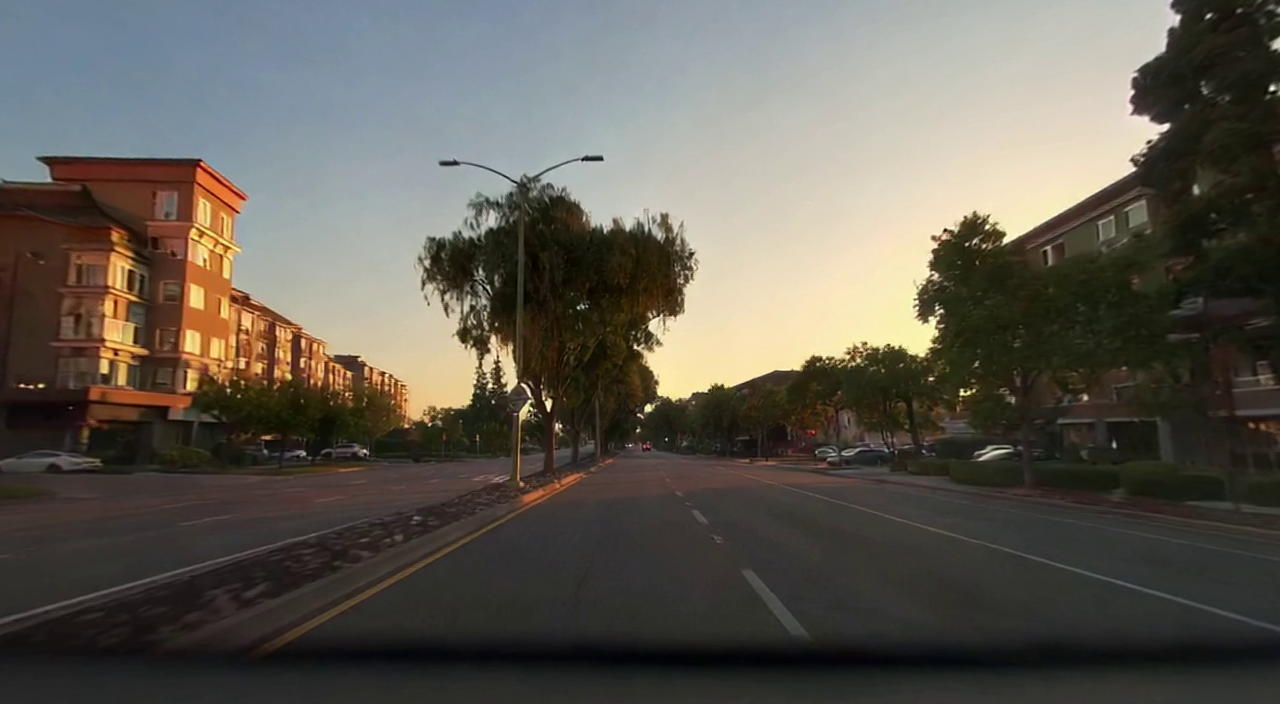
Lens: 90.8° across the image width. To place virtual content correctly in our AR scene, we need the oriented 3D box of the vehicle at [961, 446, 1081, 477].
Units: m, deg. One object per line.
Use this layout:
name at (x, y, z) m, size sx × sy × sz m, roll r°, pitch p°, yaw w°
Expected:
vehicle at (20.176, 5.797, 33.615) m, size 4.983 × 1.542 × 2.099 m, roll 0°, pitch -9°, yaw 1°

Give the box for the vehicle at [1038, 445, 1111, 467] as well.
vehicle at (33.040, 7.919, 48.160) m, size 4.103 × 1.574 × 1.888 m, roll 0°, pitch -9°, yaw 1°
